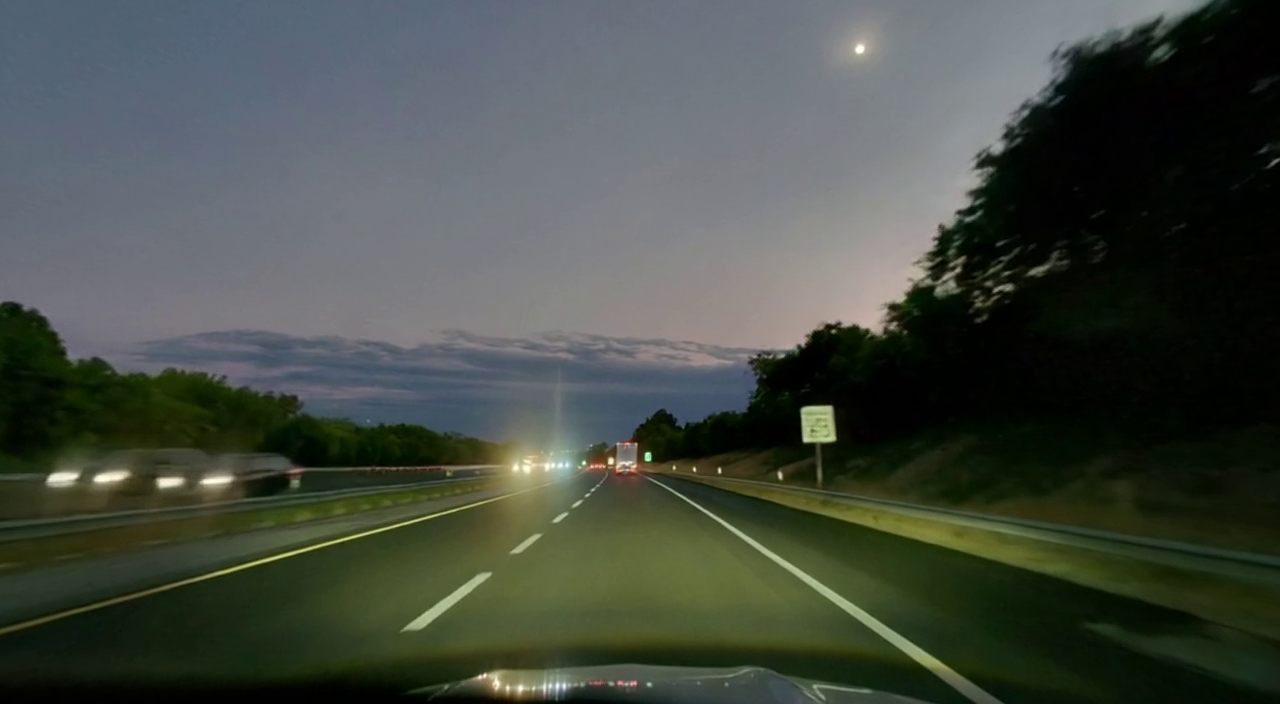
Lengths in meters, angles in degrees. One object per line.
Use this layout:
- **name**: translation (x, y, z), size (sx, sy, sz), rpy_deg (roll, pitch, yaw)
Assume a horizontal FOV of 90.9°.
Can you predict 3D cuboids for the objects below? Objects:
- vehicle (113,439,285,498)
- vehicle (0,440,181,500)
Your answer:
- **vehicle**: translation (-12.818, 3.465, 18.734), size (1.978, 1.513, 4.284), rpy_deg (1, -11, 0)
- **vehicle**: translation (-17.062, 3.649, 19.557), size (2.217, 1.578, 4.428), rpy_deg (1, -11, 0)
